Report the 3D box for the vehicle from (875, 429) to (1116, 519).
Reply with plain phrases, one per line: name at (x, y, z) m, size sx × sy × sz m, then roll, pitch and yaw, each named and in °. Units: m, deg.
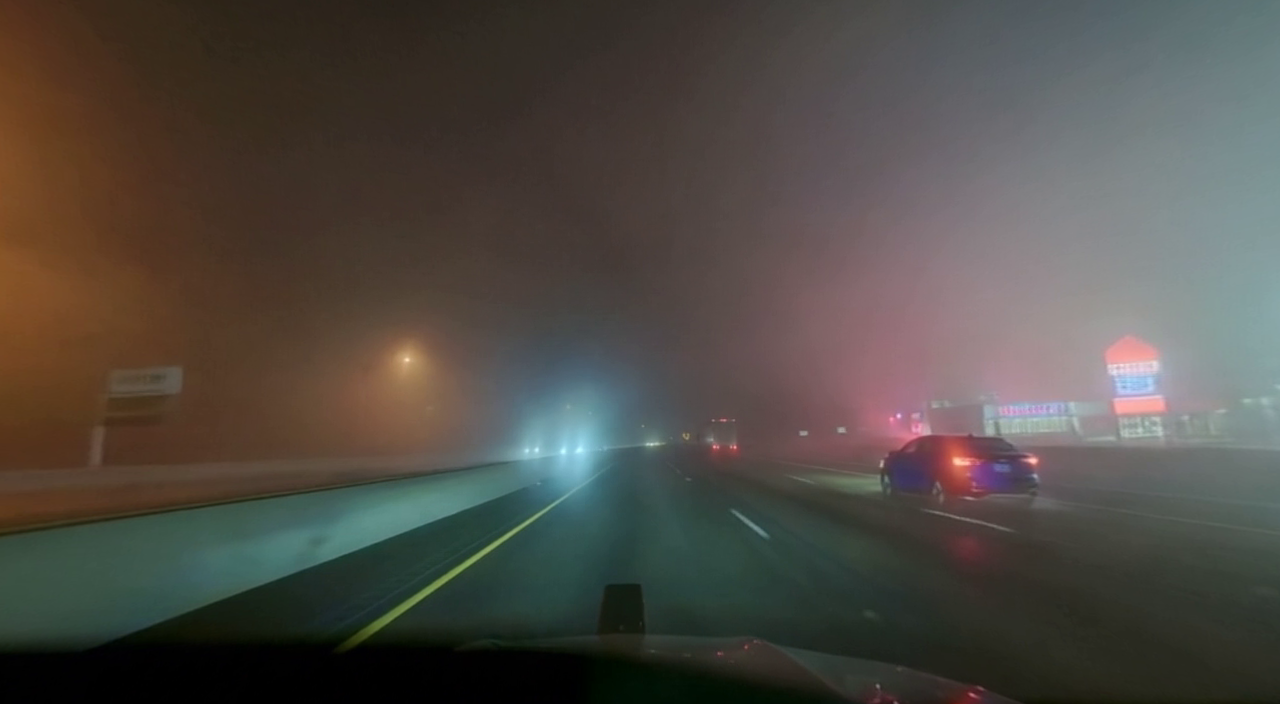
vehicle at (6.977, 2.444, 13.194) m, size 2.079 × 1.518 × 5.032 m, roll 0°, pitch -8°, yaw -1°
